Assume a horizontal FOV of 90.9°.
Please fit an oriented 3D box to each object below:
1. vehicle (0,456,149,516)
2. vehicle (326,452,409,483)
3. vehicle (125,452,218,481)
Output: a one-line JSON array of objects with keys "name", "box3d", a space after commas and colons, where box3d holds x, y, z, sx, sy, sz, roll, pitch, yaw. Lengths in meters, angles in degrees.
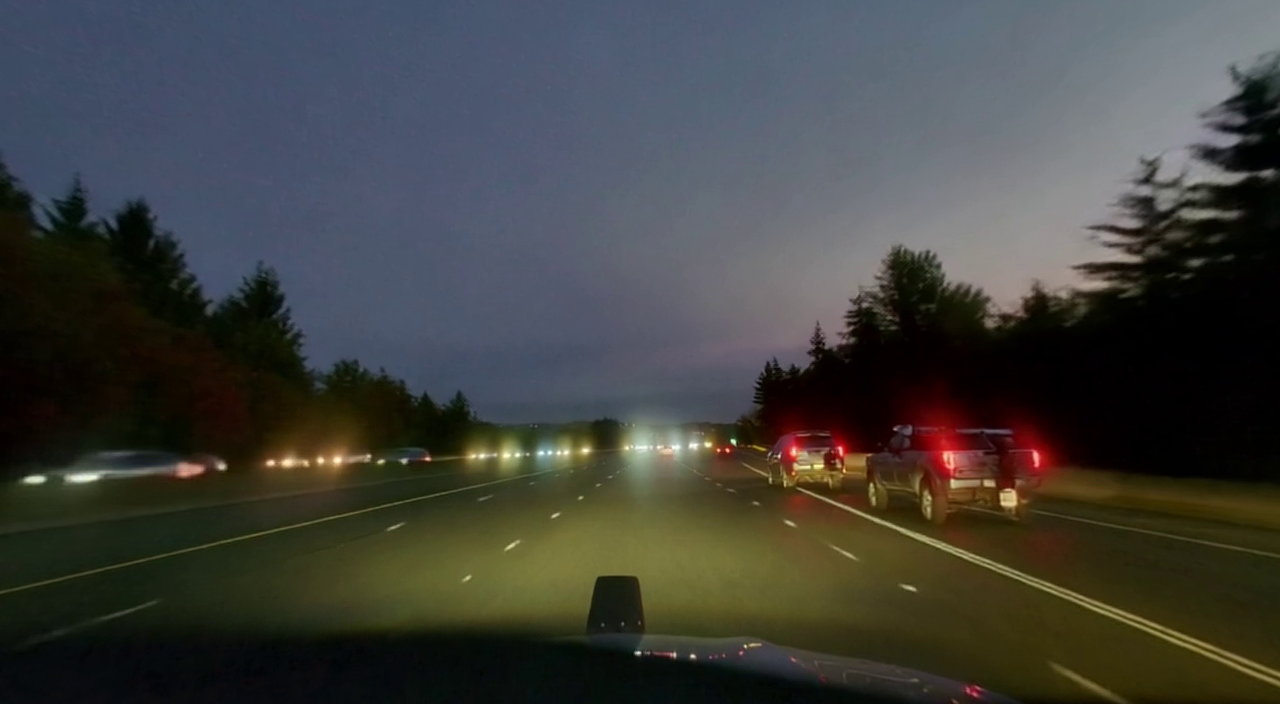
[{"name": "vehicle", "box3d": [-17.394, 3.831, 18.569, 1.920, 1.477, 4.708, 0, -9, 2]}, {"name": "vehicle", "box3d": [-13.472, 5.709, 31.420, 2.097, 1.445, 4.213, 0, -9, 2]}, {"name": "vehicle", "box3d": [-26.131, 6.364, 35.353, 1.866, 1.524, 4.296, 0, -9, 0]}]
